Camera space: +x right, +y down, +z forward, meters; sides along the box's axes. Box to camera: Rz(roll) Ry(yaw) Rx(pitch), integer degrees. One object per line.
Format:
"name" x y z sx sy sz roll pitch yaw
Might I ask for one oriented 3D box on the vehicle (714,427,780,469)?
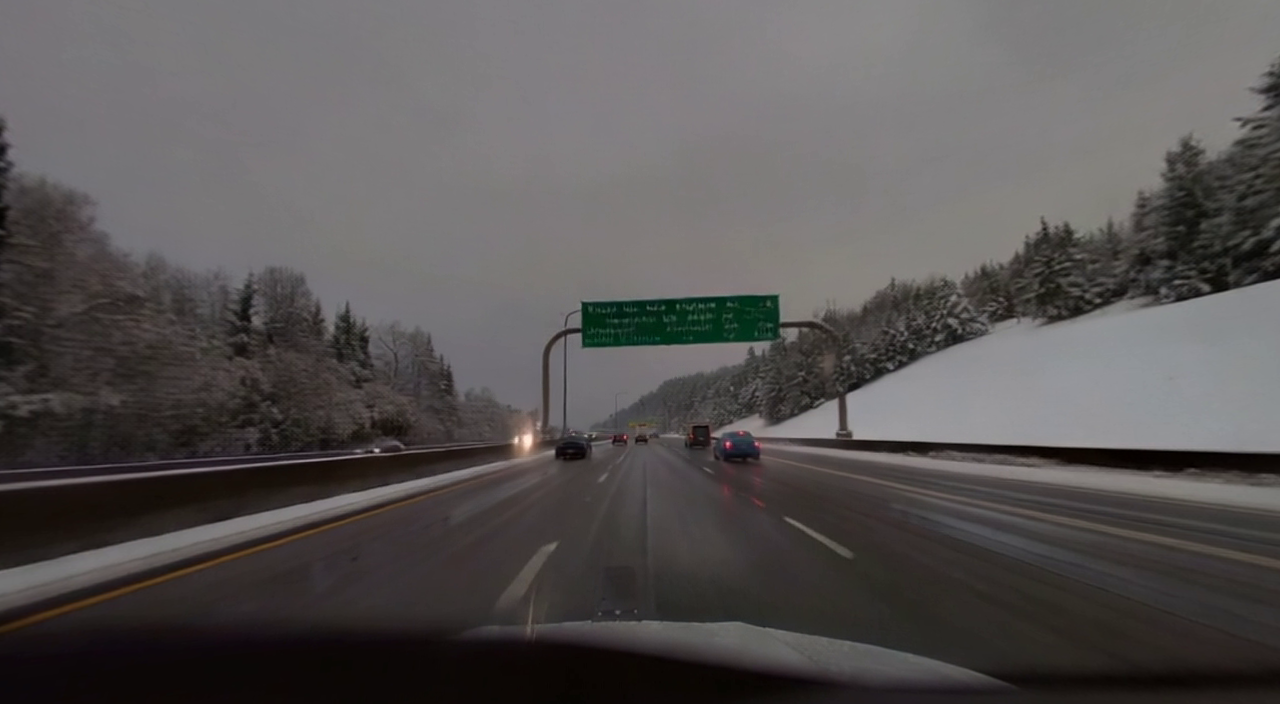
"vehicle" 3.989 3.629 23.979 1.806 1.469 3.681 0 -8 -1

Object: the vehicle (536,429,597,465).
"vehicle" -3.219 4.210 28.304 2.204 1.486 4.121 0 -8 1
